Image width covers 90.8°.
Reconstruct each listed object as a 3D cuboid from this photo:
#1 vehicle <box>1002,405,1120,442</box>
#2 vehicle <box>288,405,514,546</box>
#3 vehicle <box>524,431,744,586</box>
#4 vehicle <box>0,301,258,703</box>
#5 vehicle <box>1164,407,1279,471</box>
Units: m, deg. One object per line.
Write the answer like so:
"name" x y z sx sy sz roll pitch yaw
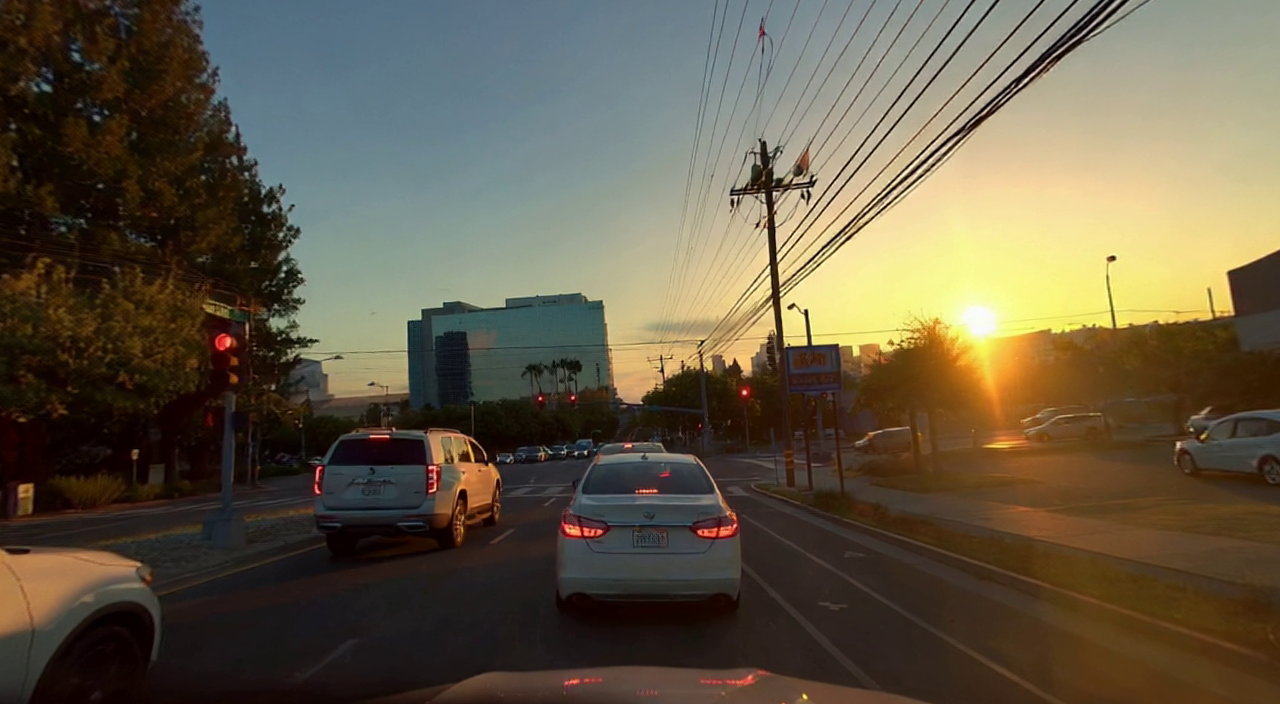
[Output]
"vehicle" 26.847 4.633 40.506 5.782 2.286 2.223 -1 -9 4
"vehicle" -3.844 2.089 11.374 2.147 1.963 4.927 0 -8 -1
"vehicle" -0.106 1.807 8.158 2.121 1.474 3.968 0 -8 -2
"vehicle" -3.591 0.636 1.519 2.085 1.943 5.053 0 -8 1
"vehicle" 17.030 2.542 18.290 1.858 1.622 4.491 -5 -10 28
